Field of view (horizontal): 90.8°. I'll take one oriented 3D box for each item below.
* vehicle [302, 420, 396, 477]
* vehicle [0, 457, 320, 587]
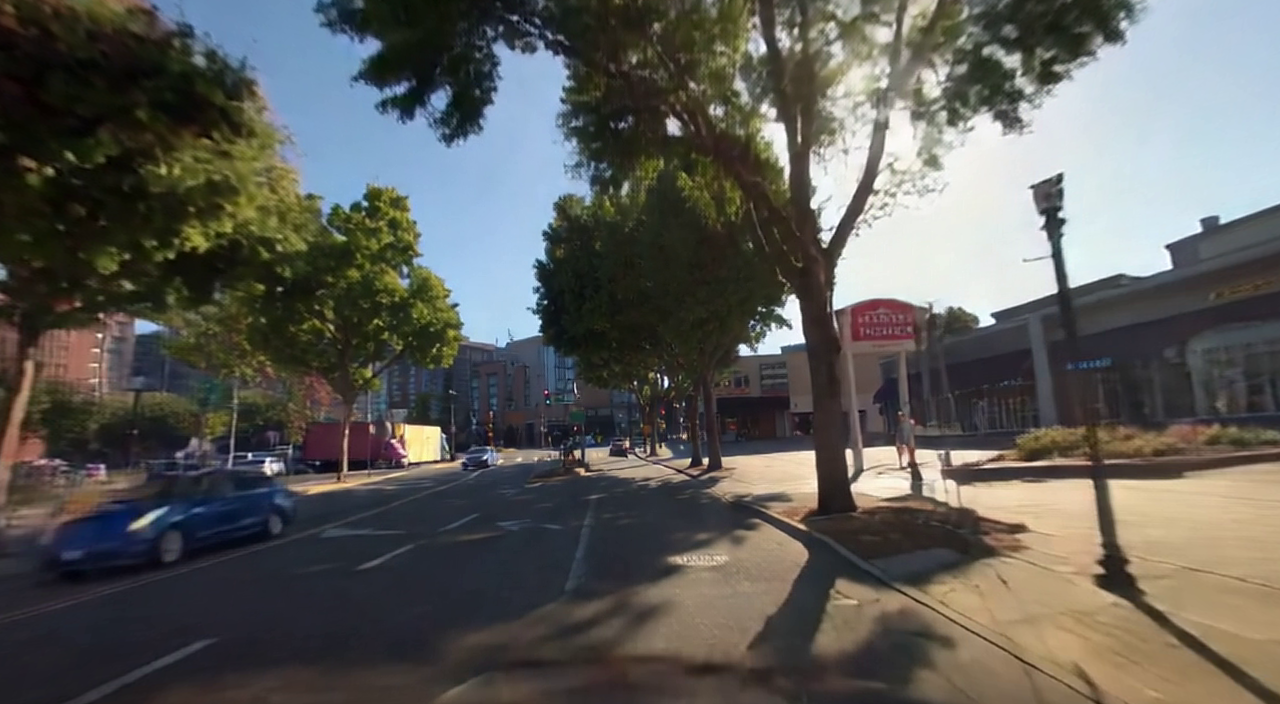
[{"bbox_3d":[-21.789,7.276,47.693,3.045,3.961,6.104,-3,-9,15],"label":"vehicle"},{"bbox_3d":[-7.265,2.517,10.233,1.899,1.517,4.384,0,-8,-1],"label":"vehicle"}]
